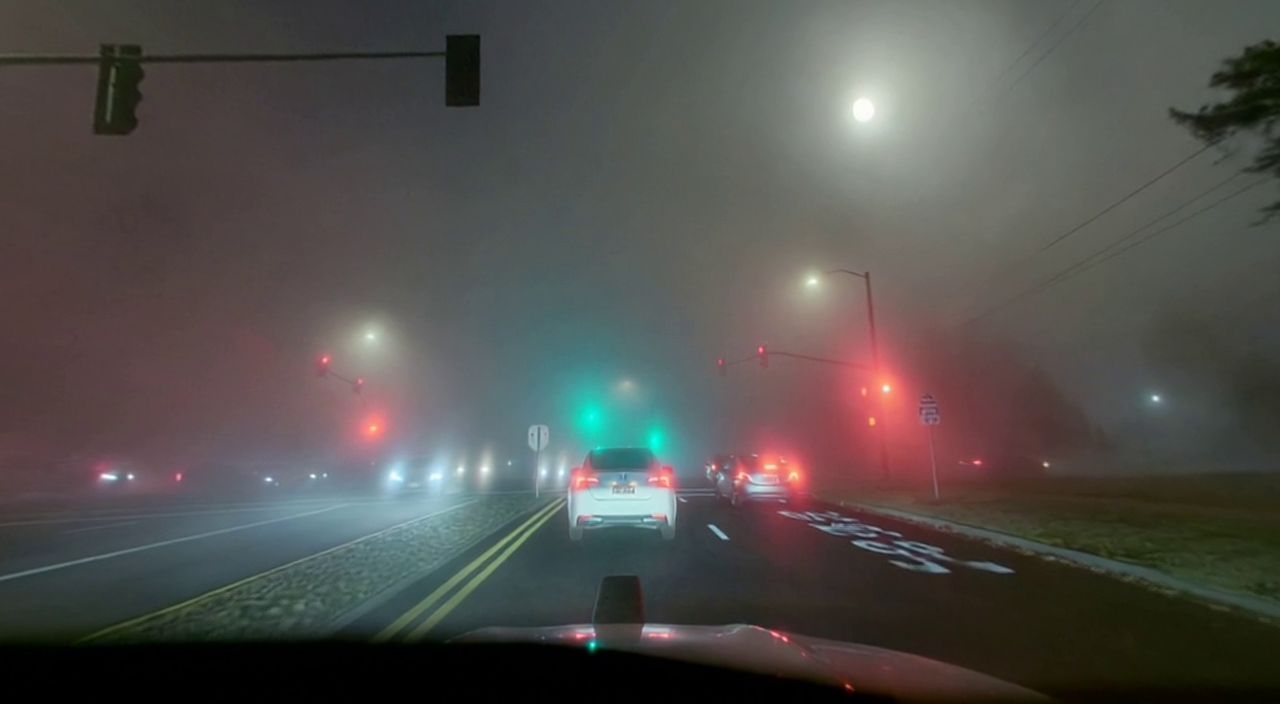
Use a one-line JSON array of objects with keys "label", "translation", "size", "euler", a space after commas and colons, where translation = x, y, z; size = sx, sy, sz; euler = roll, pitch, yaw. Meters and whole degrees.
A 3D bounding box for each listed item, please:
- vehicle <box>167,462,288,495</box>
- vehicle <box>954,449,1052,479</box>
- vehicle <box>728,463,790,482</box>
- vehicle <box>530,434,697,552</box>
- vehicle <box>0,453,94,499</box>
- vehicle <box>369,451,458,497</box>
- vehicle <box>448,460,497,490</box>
[{"label": "vehicle", "translation": [-20.062, 6.140, 30.929], "size": [4.548, 1.449, 1.802], "euler": [2, -9, -13]}, {"label": "vehicle", "translation": [19.521, 5.978, 33.974], "size": [4.601, 1.485, 1.929], "euler": [3, -9, -19]}, {"label": "vehicle", "translation": [9.070, 9.175, 48.257], "size": [4.254, 1.359, 1.895], "euler": [2, -9, -15]}, {"label": "vehicle", "translation": [-0.370, 2.125, 10.201], "size": [2.112, 1.479, 4.264], "euler": [0, -9, -1]}, {"label": "vehicle", "translation": [-25.759, 5.002, 25.687], "size": [4.877, 1.754, 1.978], "euler": [2, -9, -13]}, {"label": "vehicle", "translation": [-7.952, 4.287, 22.673], "size": [2.073, 1.459, 4.495], "euler": [1, -9, -8]}, {"label": "vehicle", "translation": [-9.790, 7.182, 37.210], "size": [2.078, 1.534, 4.646], "euler": [1, -9, -6]}]
